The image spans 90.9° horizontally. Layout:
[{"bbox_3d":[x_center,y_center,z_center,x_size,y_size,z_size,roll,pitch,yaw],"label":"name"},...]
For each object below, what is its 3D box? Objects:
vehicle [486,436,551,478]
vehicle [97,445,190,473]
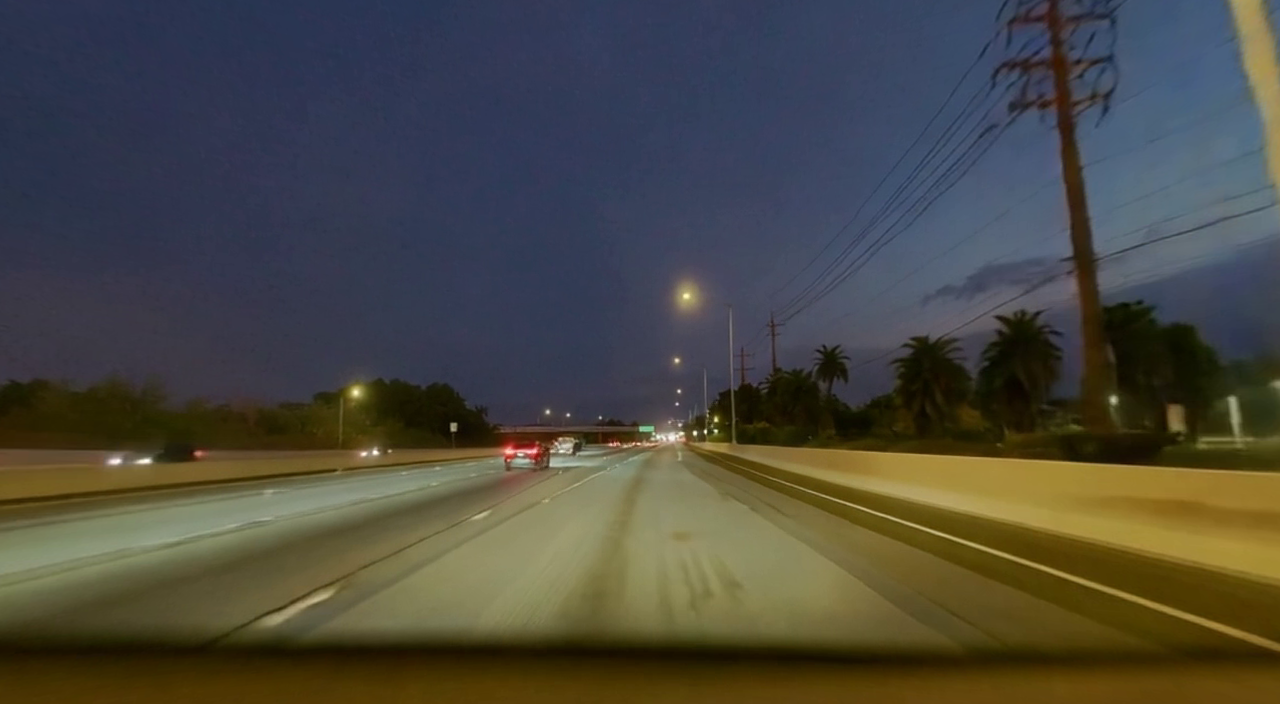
[{"bbox_3d":[-4.996,4.373,26.463,2.029,1.609,3.935,0,-8,-1],"label":"vehicle"},{"bbox_3d":[-30.392,6.527,38.825,1.932,1.555,4.652,0,-8,-1],"label":"vehicle"}]
